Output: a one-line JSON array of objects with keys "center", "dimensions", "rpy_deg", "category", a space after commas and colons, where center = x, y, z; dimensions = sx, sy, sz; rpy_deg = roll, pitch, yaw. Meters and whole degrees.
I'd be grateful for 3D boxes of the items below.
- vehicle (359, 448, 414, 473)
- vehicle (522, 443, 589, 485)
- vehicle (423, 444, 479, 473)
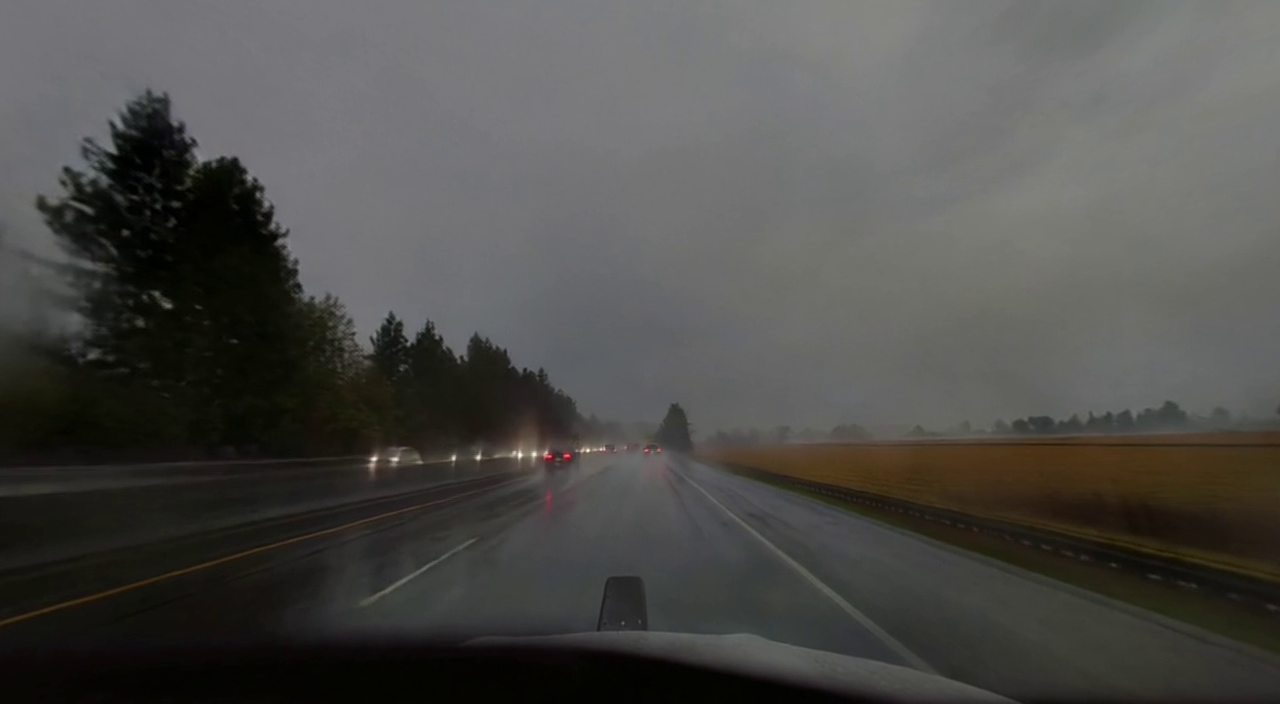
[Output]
[{"center": [-16.813, 7.212, 41.927], "dimensions": [1.905, 1.558, 4.016], "rpy_deg": [-1, -9, 1], "category": "vehicle"}, {"center": [-3.195, 4.345, 24.735], "dimensions": [1.970, 1.483, 4.097], "rpy_deg": [-1, -9, 2], "category": "vehicle"}, {"center": [-12.328, 7.002, 41.499], "dimensions": [1.954, 1.742, 5.517], "rpy_deg": [0, -9, 0], "category": "vehicle"}]
